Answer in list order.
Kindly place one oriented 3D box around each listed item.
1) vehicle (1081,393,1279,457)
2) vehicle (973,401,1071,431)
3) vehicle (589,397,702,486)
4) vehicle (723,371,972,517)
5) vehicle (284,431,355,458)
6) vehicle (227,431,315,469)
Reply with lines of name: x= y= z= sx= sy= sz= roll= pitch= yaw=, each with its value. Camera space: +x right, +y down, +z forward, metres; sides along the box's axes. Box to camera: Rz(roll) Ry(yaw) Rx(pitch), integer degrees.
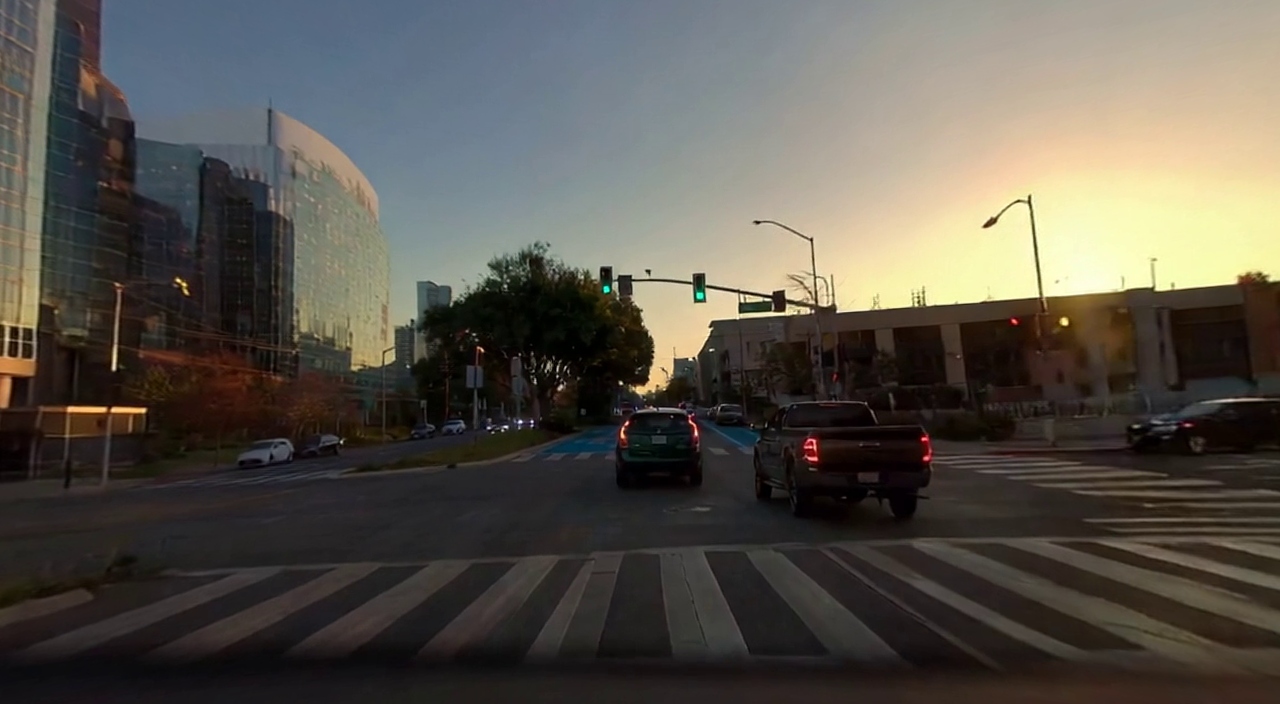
vehicle: x=14.264 y=1.862 z=15.780 sx=4.872 sy=1.472 sz=2.136 roll=0 pitch=-9 yaw=-2
vehicle: x=20.392 y=3.440 z=33.772 sx=4.031 sy=1.436 sz=1.699 roll=-1 pitch=-8 yaw=1
vehicle: x=0.062 y=2.123 z=14.911 sx=2.283 sy=1.773 sz=4.255 roll=0 pitch=-9 yaw=-1
vehicle: x=3.351 y=1.714 z=12.149 sx=2.487 sy=2.048 sz=6.443 roll=0 pitch=-8 yaw=-1
vehicle: x=-19.708 y=5.762 z=39.019 sx=1.871 sy=1.546 sz=4.792 roll=0 pitch=-9 yaw=0
vehicle: x=-19.627 y=5.246 z=33.830 sx=2.060 sy=1.867 sz=4.626 roll=0 pitch=-9 yaw=-2
